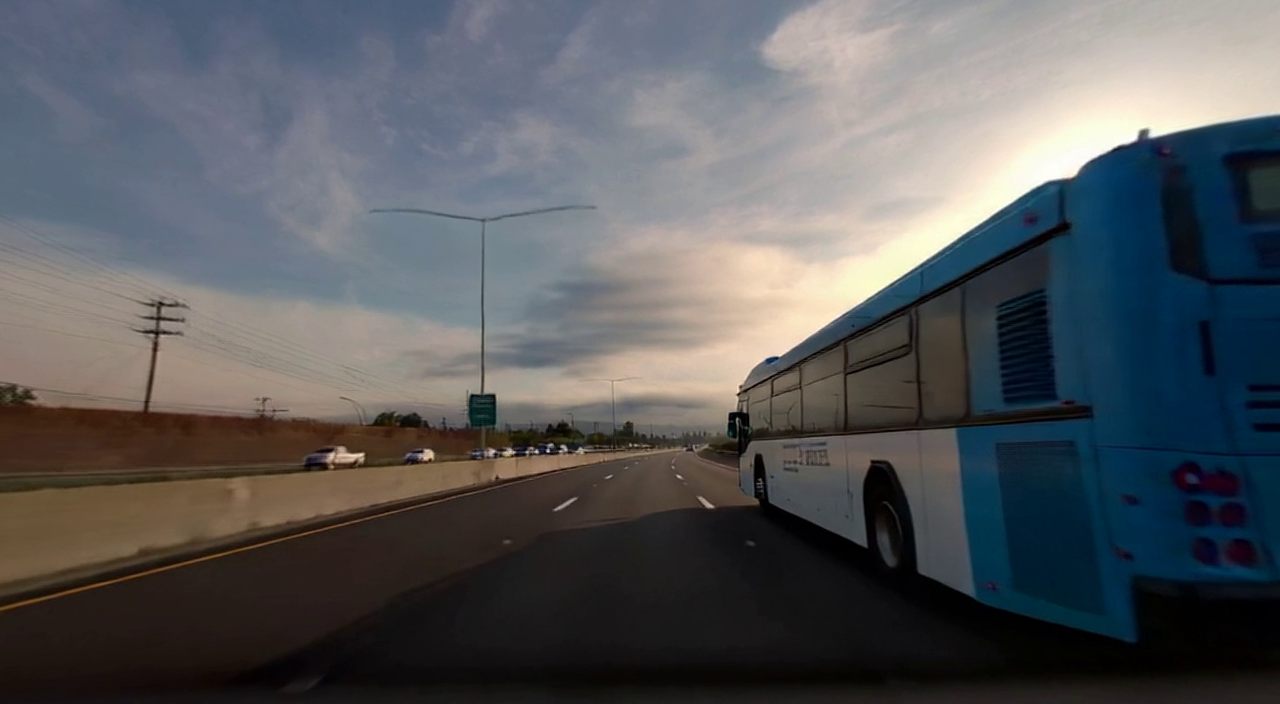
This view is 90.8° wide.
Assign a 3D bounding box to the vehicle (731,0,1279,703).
[{"bbox_3d":[3.963,0.946,9.532,3.144,3.580,14.591,0,-9,0],"label":"vehicle"}]

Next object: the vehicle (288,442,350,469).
[{"bbox_3d":[-24.926,8.011,49.271,2.012,1.973,4.871,-1,-9,3],"label":"vehicle"}]
